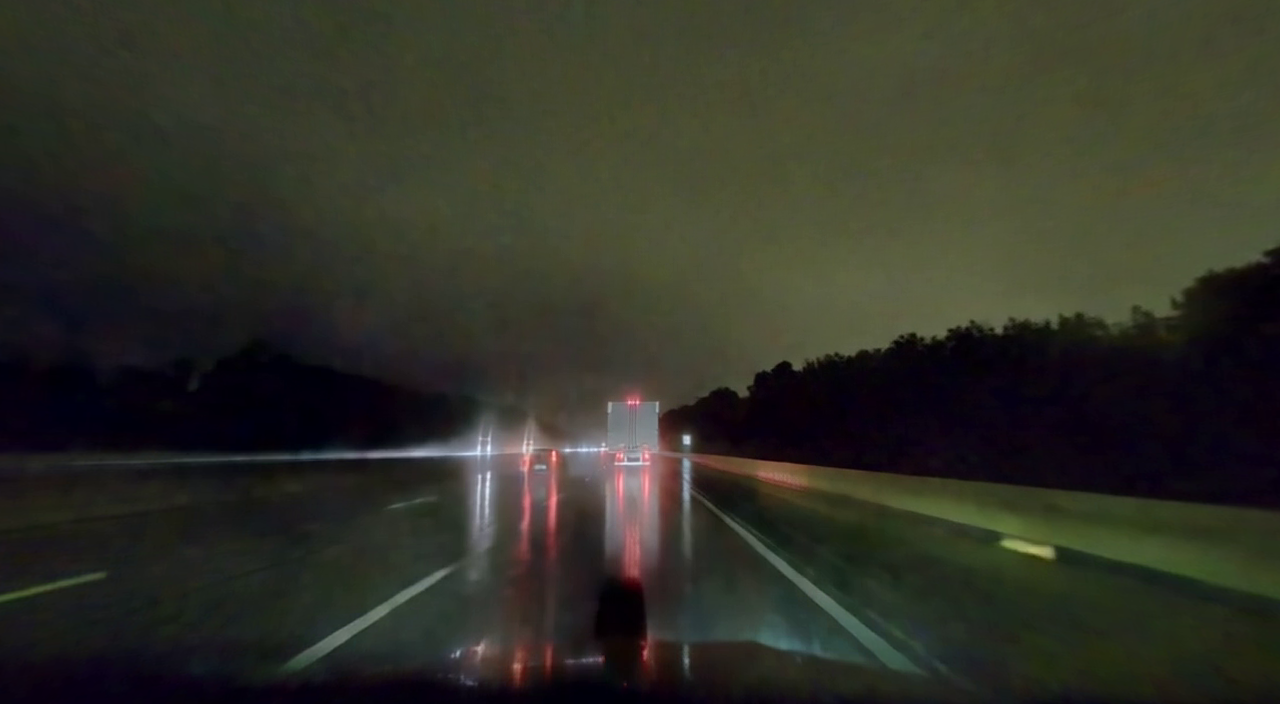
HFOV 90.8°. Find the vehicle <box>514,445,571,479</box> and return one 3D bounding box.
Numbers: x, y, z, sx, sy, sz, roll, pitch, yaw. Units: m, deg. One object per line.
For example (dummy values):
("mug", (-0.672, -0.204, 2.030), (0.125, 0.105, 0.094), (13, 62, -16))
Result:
("vehicle", (-4.517, 5.170, 29.949), (1.892, 1.471, 5.047), (0, -9, 0))
